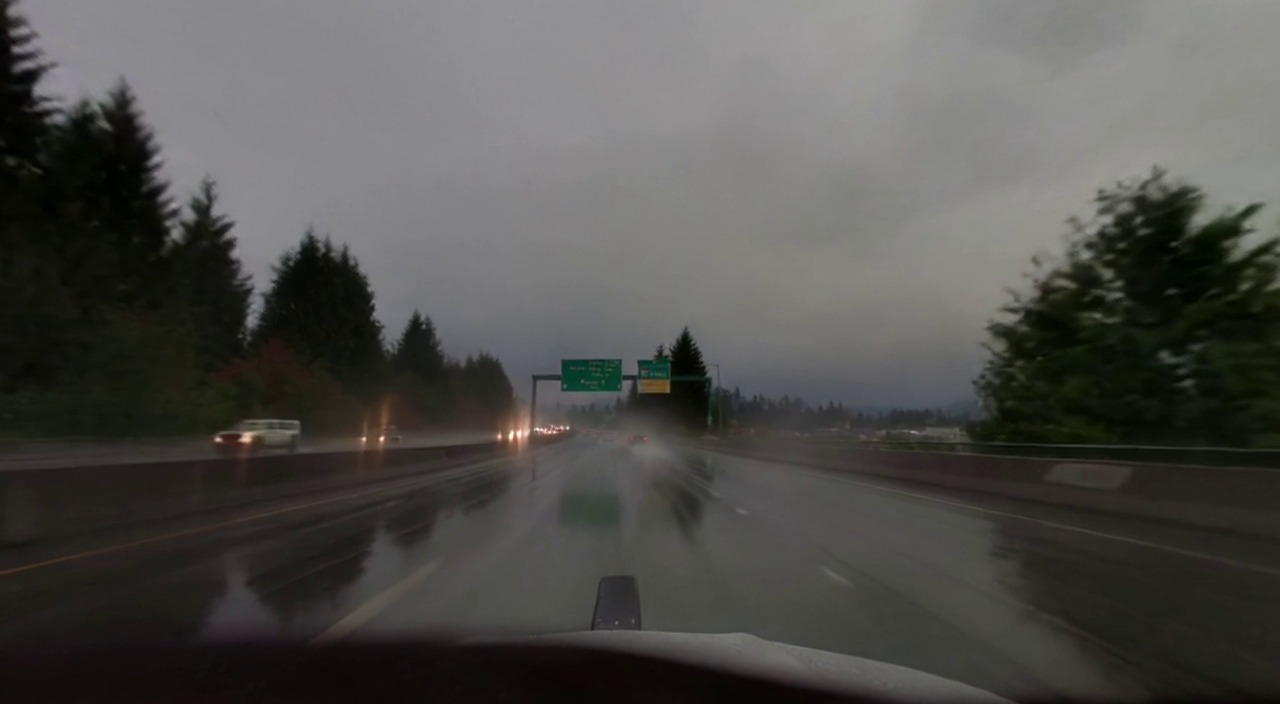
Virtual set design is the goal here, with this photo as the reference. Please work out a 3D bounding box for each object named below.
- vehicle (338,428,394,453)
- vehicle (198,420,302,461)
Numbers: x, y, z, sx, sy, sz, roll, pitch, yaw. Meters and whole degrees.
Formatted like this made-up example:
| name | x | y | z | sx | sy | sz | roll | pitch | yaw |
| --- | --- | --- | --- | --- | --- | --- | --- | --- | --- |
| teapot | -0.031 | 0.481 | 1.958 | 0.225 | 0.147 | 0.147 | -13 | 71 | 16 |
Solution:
| name | x | y | z | sx | sy | sz | roll | pitch | yaw |
| --- | --- | --- | --- | --- | --- | --- | --- | --- | --- |
| vehicle | -18.175 | 5.873 | 42.045 | 1.916 | 1.544 | 4.149 | 0 | -8 | -1 |
| vehicle | -18.174 | 4.142 | 29.629 | 2.078 | 1.777 | 4.511 | 0 | -8 | -2 |
